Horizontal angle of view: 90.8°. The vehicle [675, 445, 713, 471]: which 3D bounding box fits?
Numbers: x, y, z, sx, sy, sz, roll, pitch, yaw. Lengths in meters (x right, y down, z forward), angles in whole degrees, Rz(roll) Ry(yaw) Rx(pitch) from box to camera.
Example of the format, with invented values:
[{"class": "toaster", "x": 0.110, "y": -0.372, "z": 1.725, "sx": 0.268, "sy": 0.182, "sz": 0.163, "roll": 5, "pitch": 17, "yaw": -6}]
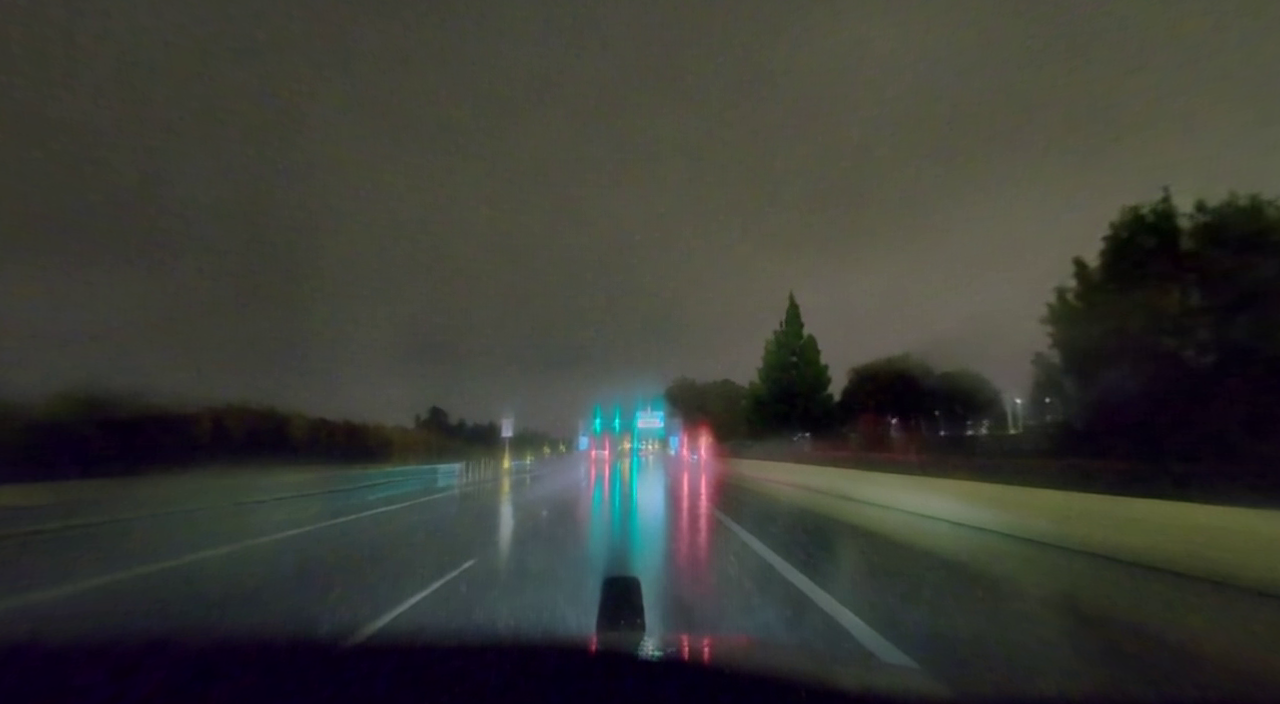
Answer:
[{"class": "vehicle", "x": 3.709, "y": 7.424, "z": 44.304, "sx": 2.133, "sy": 1.746, "sz": 4.511, "roll": 0, "pitch": -9, "yaw": -1}]
